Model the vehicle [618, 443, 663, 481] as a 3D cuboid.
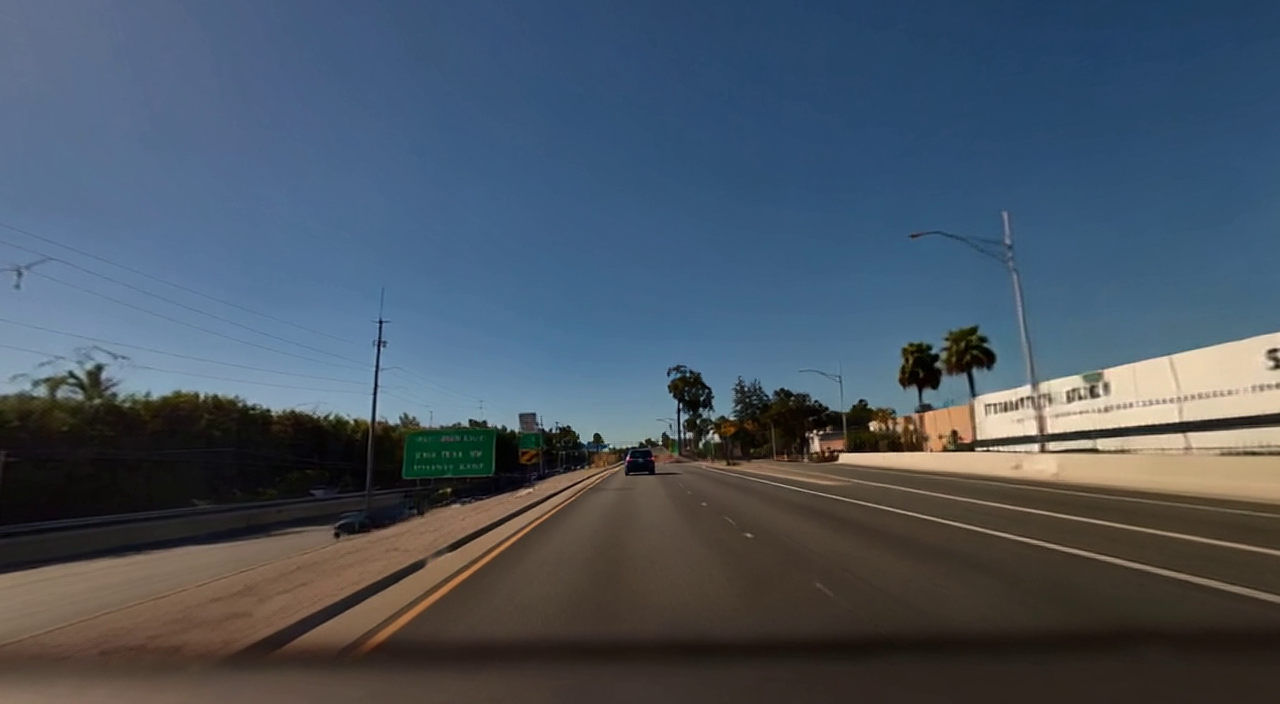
[{"bbox_3d":[-0.026,5.495,31.719,2.089,1.718,4.193,0,-9,-1],"label":"vehicle"}]
